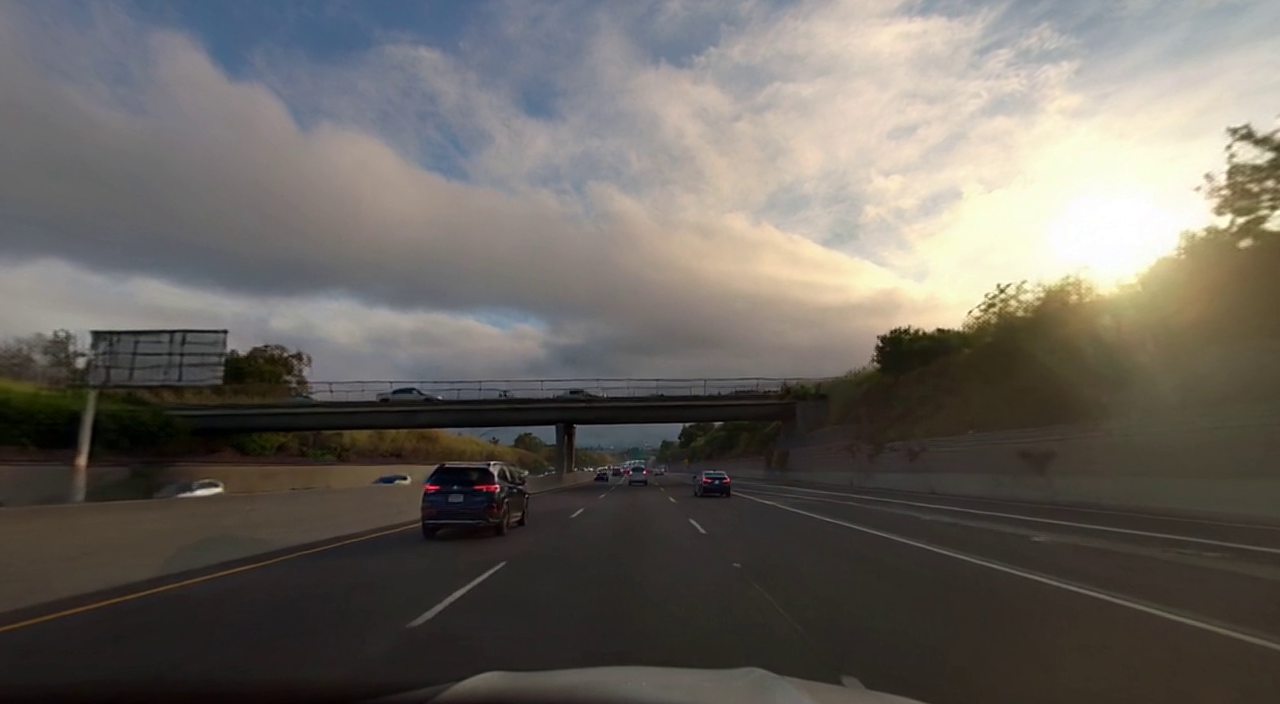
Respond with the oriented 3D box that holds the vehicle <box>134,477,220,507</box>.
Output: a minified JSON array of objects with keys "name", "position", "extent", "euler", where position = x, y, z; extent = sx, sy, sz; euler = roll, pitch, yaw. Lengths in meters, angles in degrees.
[{"name":"vehicle","position":[-25.755,7.784,35.105],"extent":[1.784,1.459,3.728],"euler":[0,-10,2]}]

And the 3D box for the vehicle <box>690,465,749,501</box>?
[{"name":"vehicle","position":[3.615,6.055,29.291],"extent":[2.092,1.518,4.348],"euler":[1,-10,-1]}]

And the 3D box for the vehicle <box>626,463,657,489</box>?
[{"name":"vehicle","position":[0.122,8.925,45.338],"extent":[2.181,1.698,4.056],"euler":[1,-10,0]}]

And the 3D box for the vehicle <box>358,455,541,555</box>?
[{"name":"vehicle","position":[-3.331,2.801,12.054],"extent":[2.099,1.516,4.308],"euler":[1,-10,1]}]
